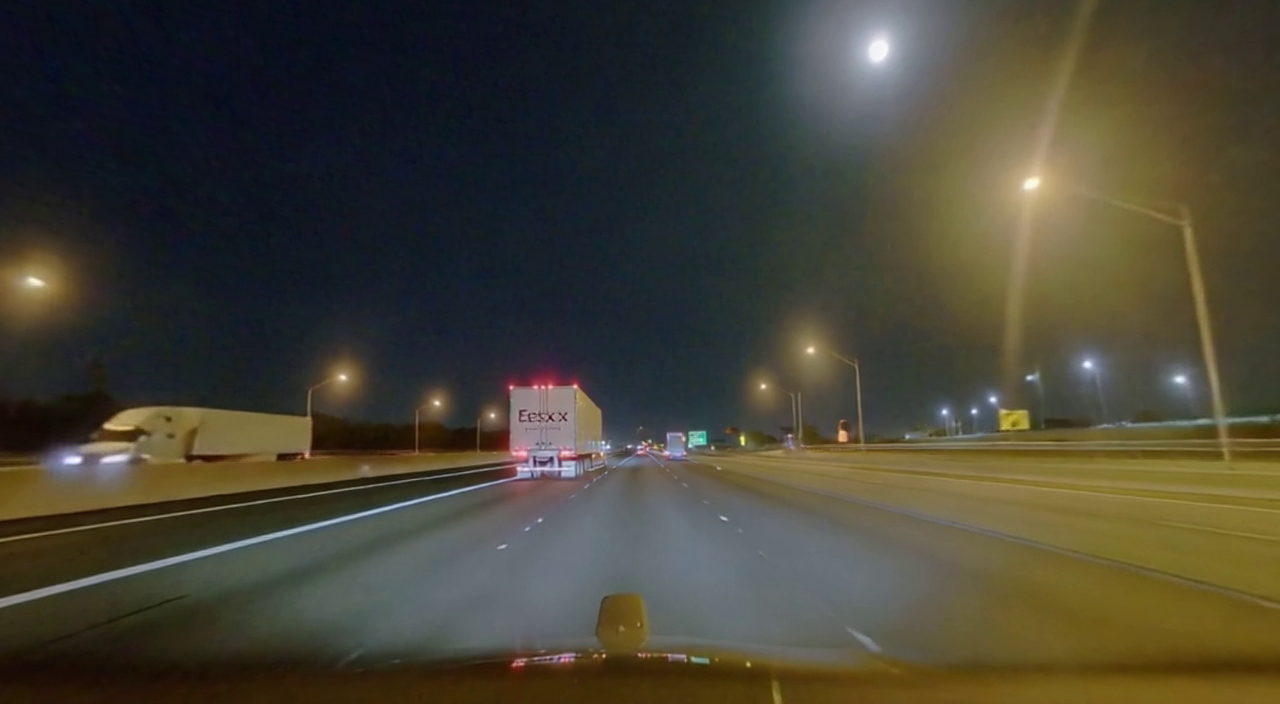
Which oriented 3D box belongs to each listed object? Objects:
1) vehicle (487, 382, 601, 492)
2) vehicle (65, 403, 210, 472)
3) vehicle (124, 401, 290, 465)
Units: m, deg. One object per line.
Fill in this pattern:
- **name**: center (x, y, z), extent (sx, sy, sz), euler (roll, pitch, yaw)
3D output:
- **vehicle**: center (-3.267, 3.300, 24.020), extent (2.922, 3.458, 8.360), euler (0, -9, 1)
- **vehicle**: center (-28.858, 5.015, 36.633), extent (3.020, 3.679, 6.256), euler (0, -9, 0)
- **vehicle**: center (-28.823, 5.709, 43.094), extent (2.921, 3.762, 11.824), euler (0, -9, 0)
